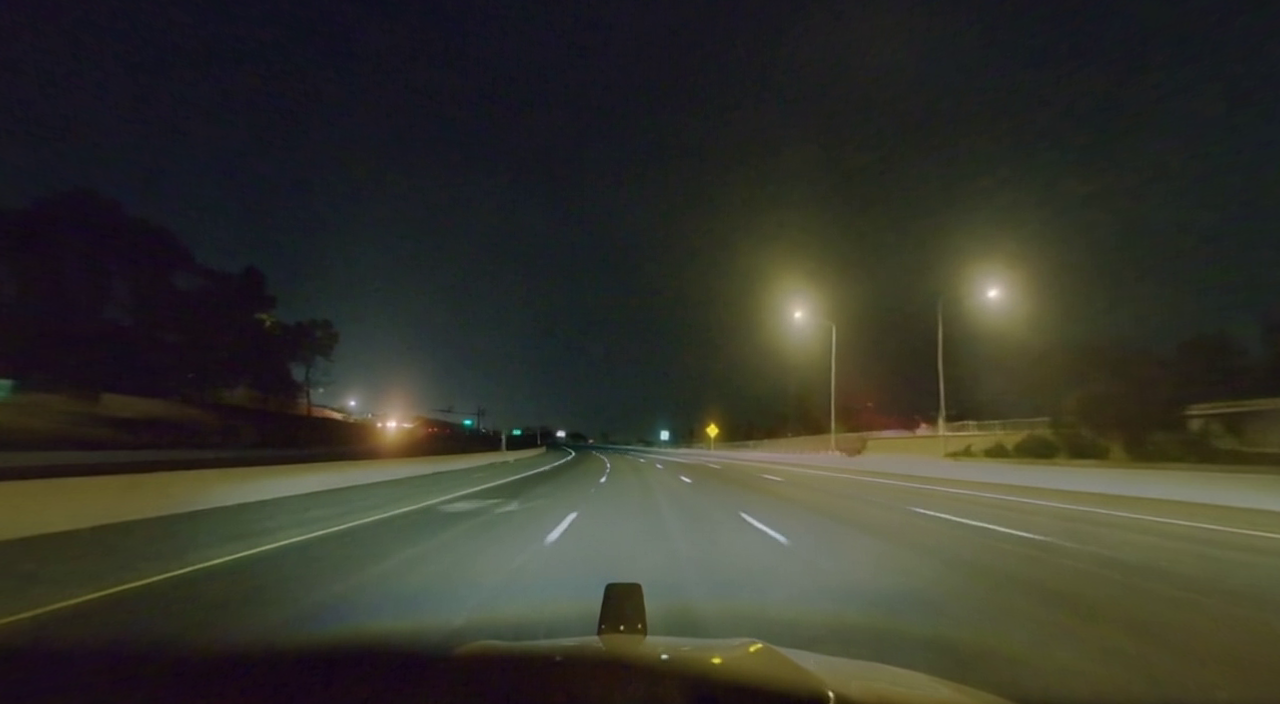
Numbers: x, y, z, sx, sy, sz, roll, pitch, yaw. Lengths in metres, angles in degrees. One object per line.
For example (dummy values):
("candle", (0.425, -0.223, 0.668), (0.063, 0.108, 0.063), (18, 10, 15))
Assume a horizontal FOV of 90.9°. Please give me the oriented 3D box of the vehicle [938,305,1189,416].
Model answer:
("vehicle", (24.169, 1.120, 37.995), (2.893, 4.671, 14.157), (4, -9, -13))
